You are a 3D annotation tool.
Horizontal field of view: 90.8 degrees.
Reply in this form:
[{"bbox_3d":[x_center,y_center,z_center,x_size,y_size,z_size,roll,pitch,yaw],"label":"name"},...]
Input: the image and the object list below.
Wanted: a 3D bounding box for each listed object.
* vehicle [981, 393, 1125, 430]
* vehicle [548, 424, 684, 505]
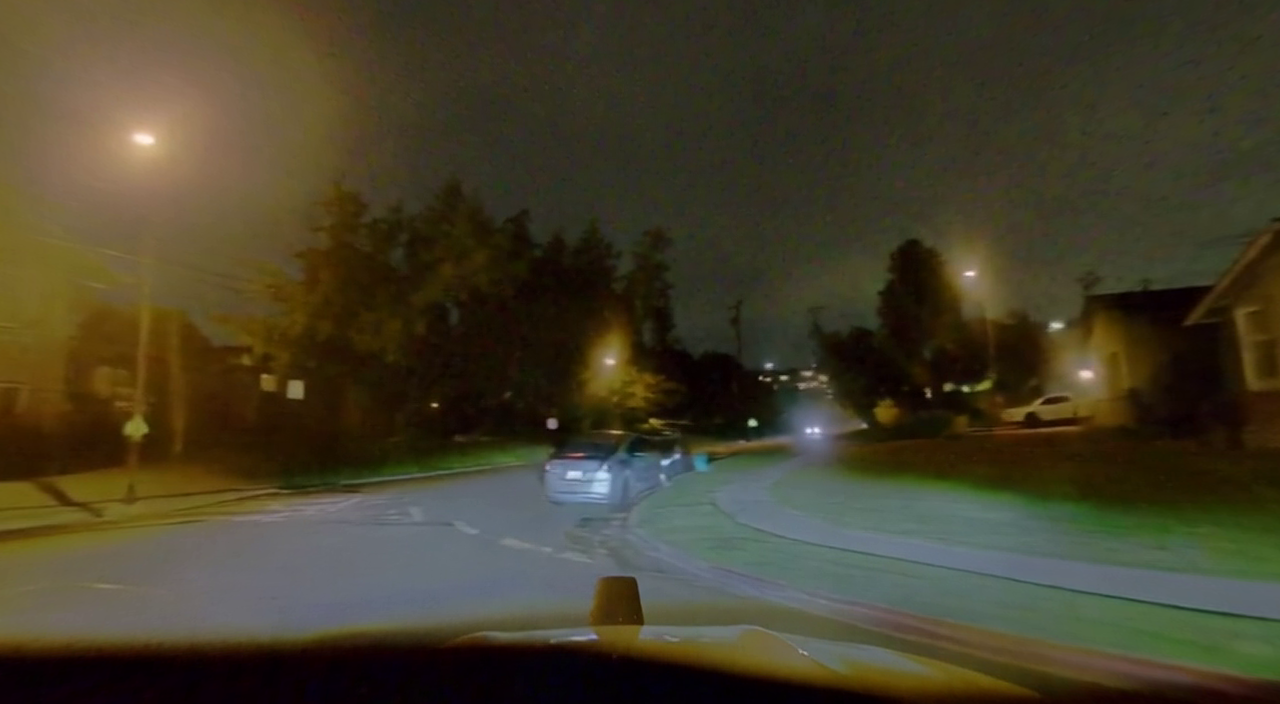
[{"bbox_3d":[18.054,2.671,27.893,4.799,1.469,2.010,-2,-9,13],"label":"vehicle"},{"bbox_3d":[-0.315,2.473,14.280,1.969,1.493,4.681,-2,-9,12],"label":"vehicle"}]
